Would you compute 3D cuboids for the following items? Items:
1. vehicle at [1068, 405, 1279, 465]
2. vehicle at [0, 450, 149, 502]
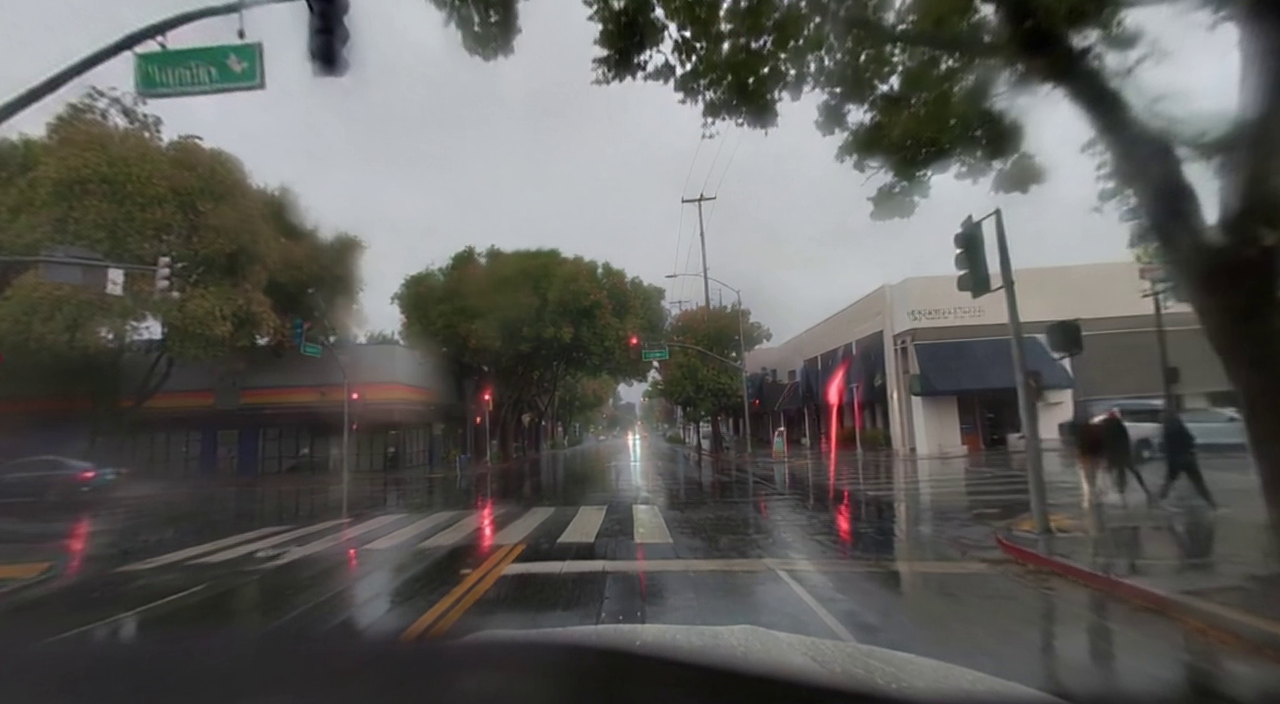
[{"bbox_3d":[14.514,2.246,16.977,4.632,1.484,1.907,0,-8,-2],"label":"vehicle"},{"bbox_3d":[-19.479,4.120,21.060,4.624,1.478,2.118,-4,-9,5],"label":"vehicle"}]
